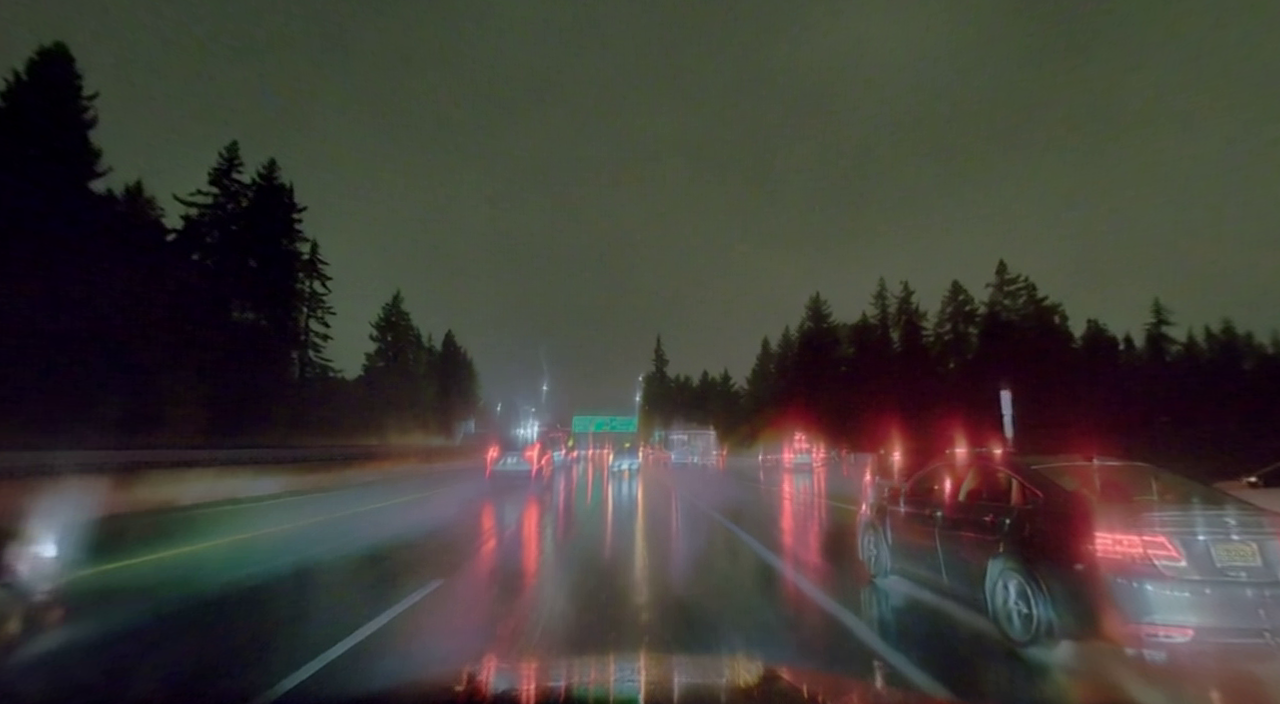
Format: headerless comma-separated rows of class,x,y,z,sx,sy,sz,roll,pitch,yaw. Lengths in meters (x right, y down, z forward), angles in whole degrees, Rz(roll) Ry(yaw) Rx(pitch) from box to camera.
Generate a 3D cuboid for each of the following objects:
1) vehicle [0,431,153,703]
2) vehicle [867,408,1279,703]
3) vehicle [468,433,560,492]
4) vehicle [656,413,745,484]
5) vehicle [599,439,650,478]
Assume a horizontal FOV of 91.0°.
vehicle,-4.105,0.905,1.790,1.947,1.424,4.264,0,-9,1
vehicle,3.069,1.159,3.443,2.031,1.504,4.327,0,-9,0
vehicle,-4.180,3.747,21.780,2.176,1.783,4.799,0,-9,0
vehicle,2.970,5.382,35.393,3.426,3.279,12.313,0,-9,-2
vehicle,-0.713,5.006,29.694,2.235,1.682,4.094,0,-9,-1
